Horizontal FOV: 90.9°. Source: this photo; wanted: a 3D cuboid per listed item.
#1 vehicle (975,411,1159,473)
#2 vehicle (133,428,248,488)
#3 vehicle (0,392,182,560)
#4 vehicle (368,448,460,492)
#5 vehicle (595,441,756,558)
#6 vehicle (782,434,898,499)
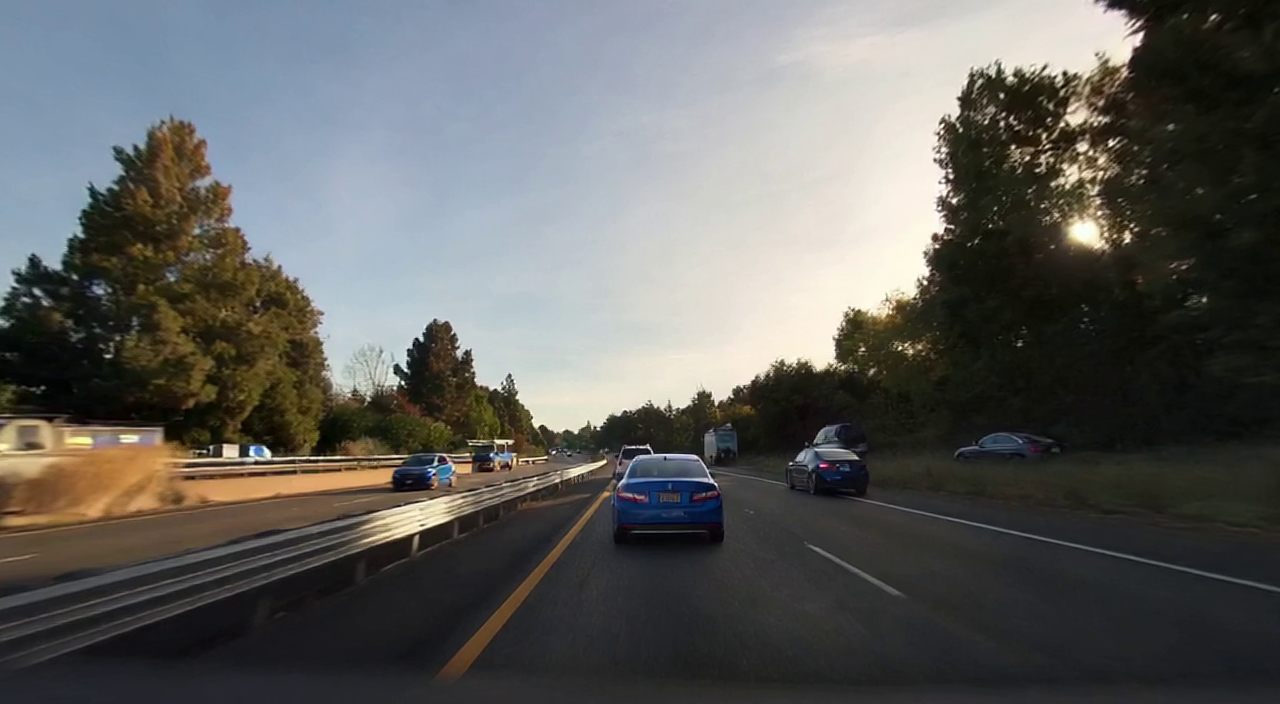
[{"bbox_3d":[31.547,6.967,48.093,2.822,3.996,14.073,1,-9,-7],"label":"vehicle"},{"bbox_3d":[-33.507,7.896,47.449,2.902,3.981,7.819,-3,-8,0],"label":"vehicle"},{"bbox_3d":[-12.749,2.123,10.653,2.861,2.937,9.492,0,-9,0],"label":"vehicle"},{"bbox_3d":[-8.459,4.448,24.059,1.834,1.485,4.269,-1,-9,1],"label":"vehicle"},{"bbox_3d":[0.463,2.215,10.117,2.076,1.485,3.774,0,-9,0],"label":"vehicle"},{"bbox_3d":[6.265,3.662,20.418,2.177,1.827,4.565,0,-9,-1],"label":"vehicle"}]
